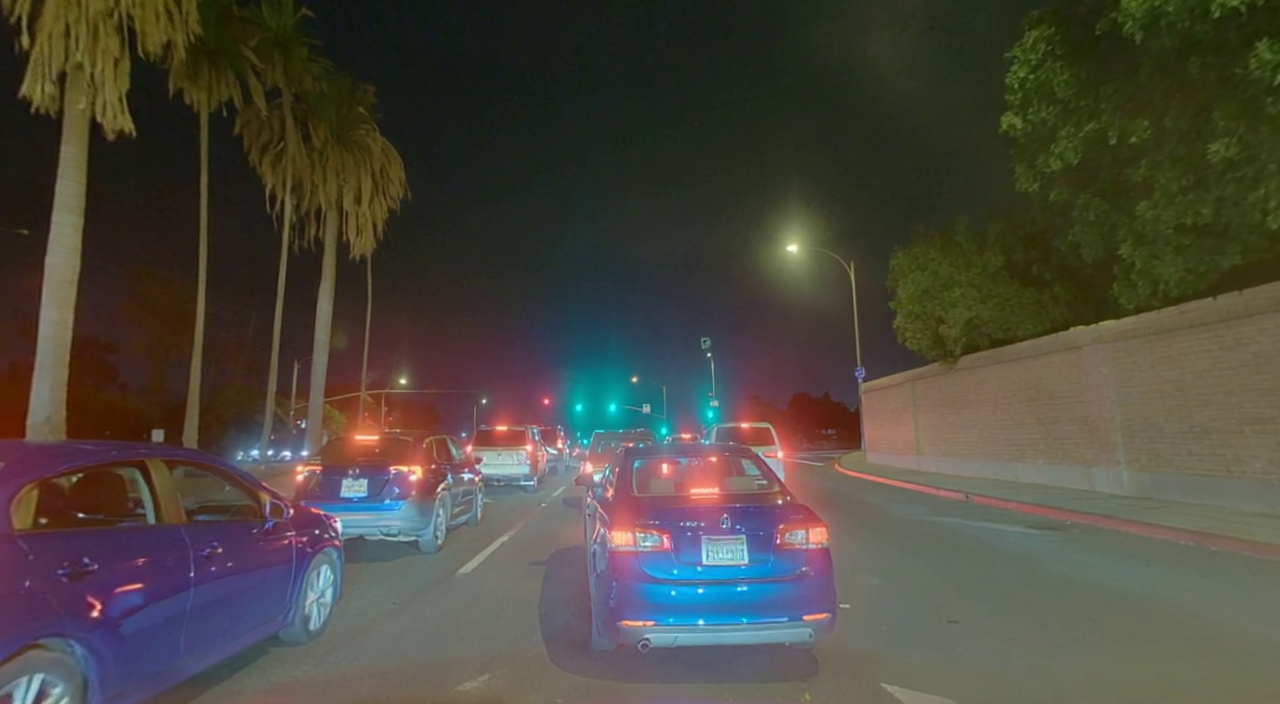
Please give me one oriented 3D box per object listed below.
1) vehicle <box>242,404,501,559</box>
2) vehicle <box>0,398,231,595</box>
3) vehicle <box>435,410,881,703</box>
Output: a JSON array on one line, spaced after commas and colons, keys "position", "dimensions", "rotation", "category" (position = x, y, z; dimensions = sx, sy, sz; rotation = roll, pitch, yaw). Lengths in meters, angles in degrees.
[{"position": [-3.513, 1.779, 9.276], "dimensions": [2.055, 1.746, 4.136], "rotation": [0, -8, -1], "category": "vehicle"}, {"position": [-6.666, 1.406, 6.386], "dimensions": [1.963, 1.721, 4.662], "rotation": [0, -8, -2], "category": "vehicle"}, {"position": [0.045, 1.340, 5.200], "dimensions": [2.128, 1.473, 4.272], "rotation": [0, -8, -1], "category": "vehicle"}]
